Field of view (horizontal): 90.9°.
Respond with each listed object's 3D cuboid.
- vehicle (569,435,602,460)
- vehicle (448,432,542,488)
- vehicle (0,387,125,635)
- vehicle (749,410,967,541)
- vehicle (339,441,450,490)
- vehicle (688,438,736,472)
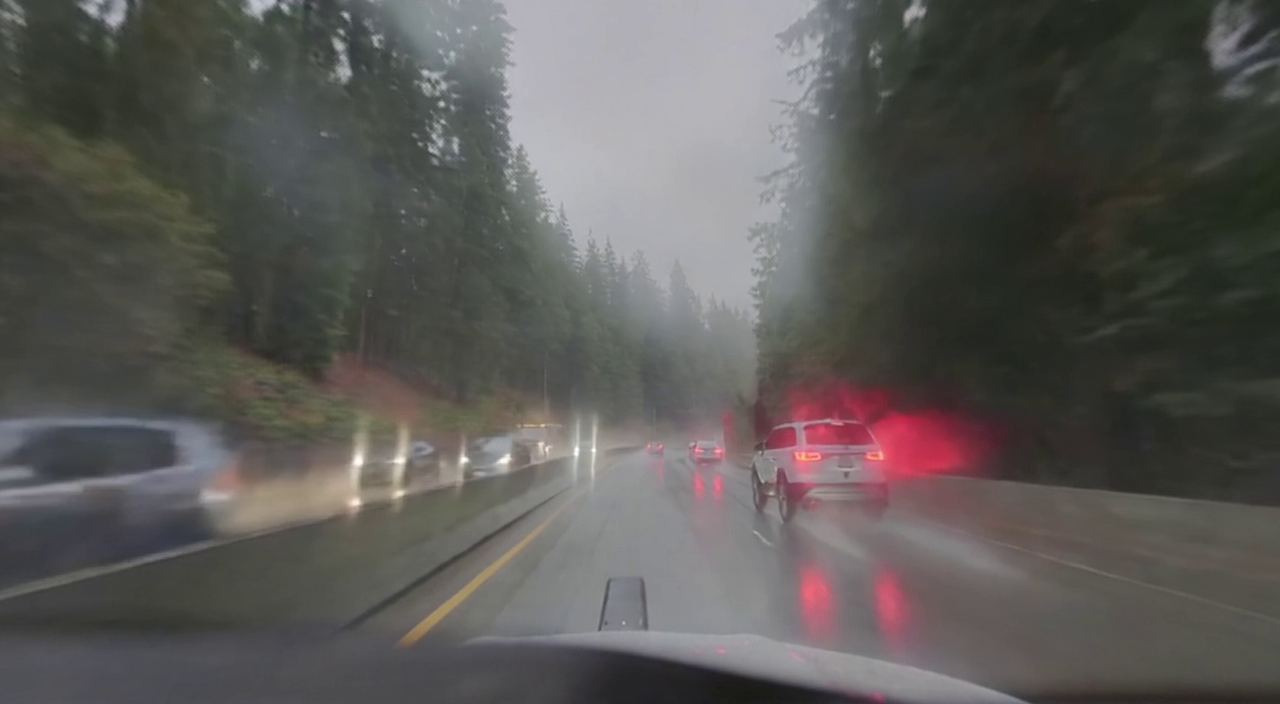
[{"bbox_3d":[-4.057,7.201,47.585,1.965,1.727,4.041,-1,-8,3],"label":"vehicle"},{"bbox_3d":[-4.831,3.666,21.726,2.054,1.683,4.384,0,-8,2],"label":"vehicle"},{"bbox_3d":[-5.548,0.935,3.199,2.146,1.707,4.326,0,-8,1],"label":"vehicle"},{"bbox_3d":[3.621,2.168,11.750,2.270,1.897,4.822,0,-8,-1],"label":"vehicle"},{"bbox_3d":[-8.182,3.801,21.539,1.909,1.486,4.382,0,-8,2],"label":"vehicle"},{"bbox_3d":[3.879,5.640,34.702,2.112,1.708,4.380,0,-8,0],"label":"vehicle"}]
